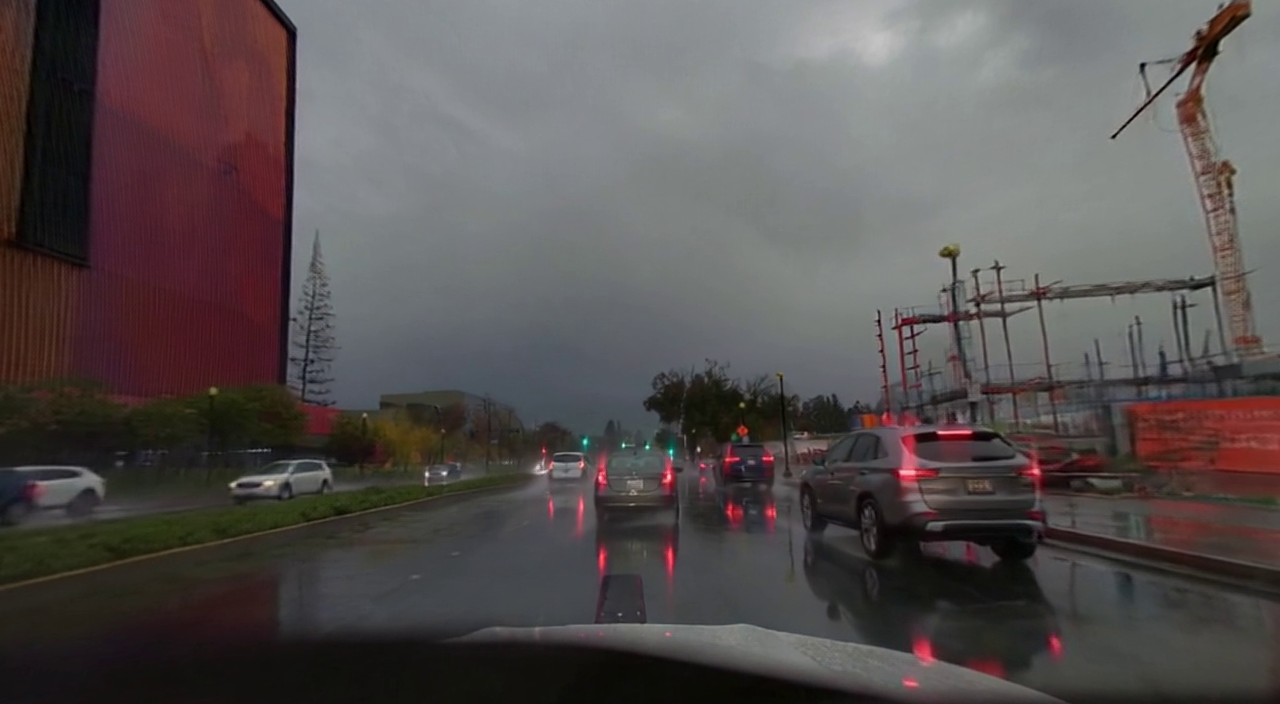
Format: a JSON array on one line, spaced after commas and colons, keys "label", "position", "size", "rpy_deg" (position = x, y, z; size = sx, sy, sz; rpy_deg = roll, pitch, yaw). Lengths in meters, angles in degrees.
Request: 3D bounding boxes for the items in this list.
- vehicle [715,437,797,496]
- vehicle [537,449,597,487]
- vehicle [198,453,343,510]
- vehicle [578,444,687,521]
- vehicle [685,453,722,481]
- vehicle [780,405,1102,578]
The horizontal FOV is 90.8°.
[{"label": "vehicle", "position": [4.076, 4.099, 23.097], "size": [2.124, 1.896, 4.914], "rpy_deg": [0, -8, 1]}, {"label": "vehicle", "position": [-3.427, 5.523, 30.399], "size": [2.201, 1.691, 4.305], "rpy_deg": [0, -8, 2]}, {"label": "vehicle", "position": [-12.718, 4.433, 22.186], "size": [2.202, 1.714, 4.509], "rpy_deg": [-1, -8, 3]}, {"label": "vehicle", "position": [-0.108, 2.890, 14.558], "size": [2.131, 1.496, 4.193], "rpy_deg": [0, -8, 1]}, {"label": "vehicle", "position": [4.091, 7.472, 41.167], "size": [2.115, 1.636, 4.104], "rpy_deg": [0, -8, 1]}, {"label": "vehicle", "position": [3.726, 1.836, 9.174], "size": [2.185, 1.797, 4.934], "rpy_deg": [0, -8, 0]}]
